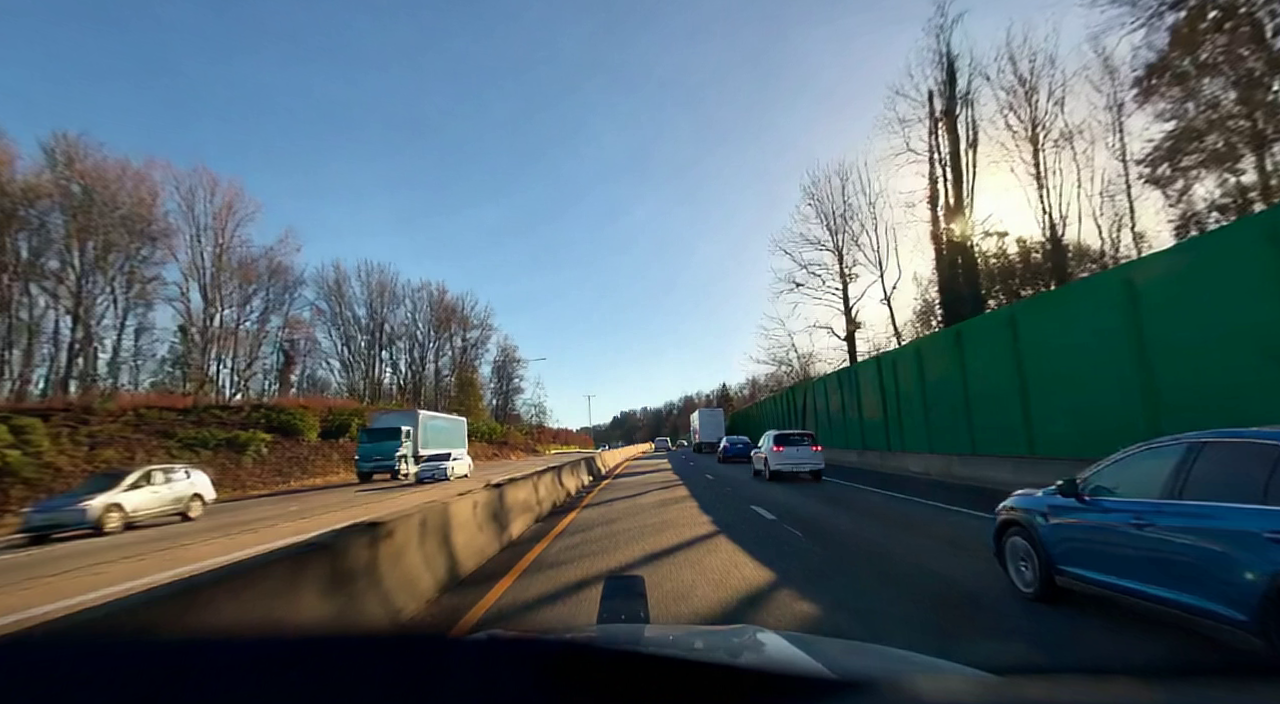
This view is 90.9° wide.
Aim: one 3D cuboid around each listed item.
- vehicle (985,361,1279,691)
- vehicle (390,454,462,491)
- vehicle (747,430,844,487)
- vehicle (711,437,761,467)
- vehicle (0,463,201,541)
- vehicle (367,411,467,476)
[{"bbox_3d":[4.347,0.966,3.706,2.110,1.684,4.390,0,-8,0],"label":"vehicle"},{"bbox_3d":[-9.577,5.421,28.569,1.804,1.447,4.181,0,-8,-1],"label":"vehicle"},{"bbox_3d":[4.624,3.217,19.361,1.940,1.539,4.005,0,-8,0],"label":"vehicle"},{"bbox_3d":[5.017,5.281,33.565,2.000,1.473,4.440,0,-8,0],"label":"vehicle"},{"bbox_3d":[-13.261,3.604,15.661,1.884,1.506,3.990,1,-8,-2],"label":"vehicle"},{"bbox_3d":[-14.140,5.943,41.033,2.992,3.720,9.676,0,-8,-1],"label":"vehicle"}]
